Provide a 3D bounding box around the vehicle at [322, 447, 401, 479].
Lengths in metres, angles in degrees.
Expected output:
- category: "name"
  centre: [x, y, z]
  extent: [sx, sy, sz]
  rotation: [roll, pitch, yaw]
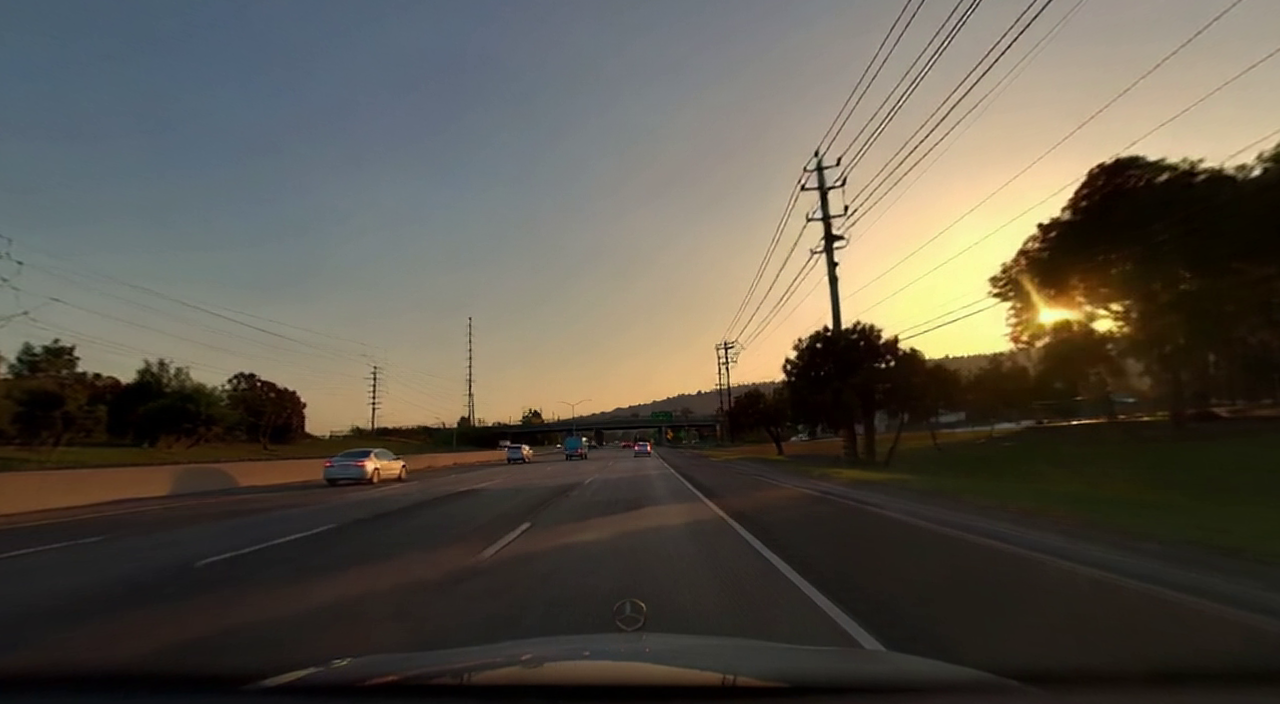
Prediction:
- category: "vehicle"
  centre: [-14.277, 5.669, 32.585]
  extent: [1.988, 1.477, 4.442]
  rotation: [0, -8, 1]
